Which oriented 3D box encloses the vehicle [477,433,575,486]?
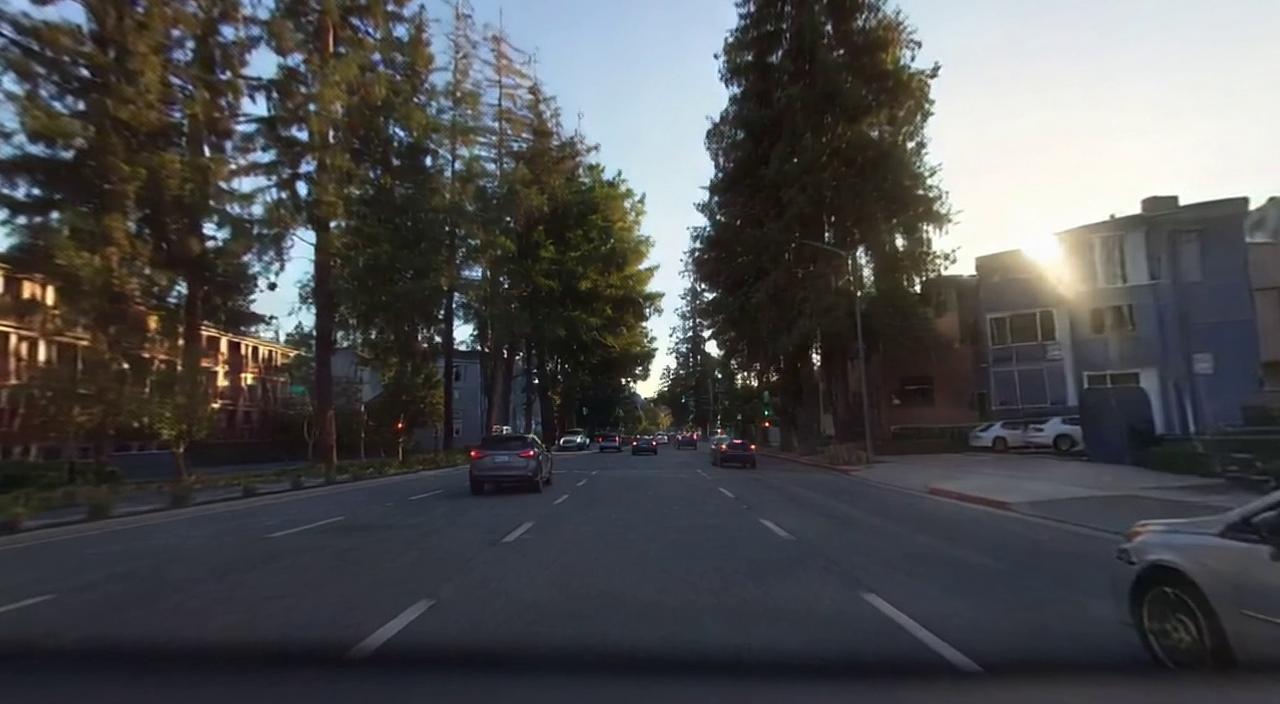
[{"bbox_3d":[-3.474,3.384,20.154,2.049,1.485,4.656,0,-8,3],"label":"vehicle"}]

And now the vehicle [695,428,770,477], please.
[{"bbox_3d":[3.389,3.800,23.999,2.137,1.646,4.488,0,-8,-1],"label":"vehicle"}]

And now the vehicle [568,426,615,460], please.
[{"bbox_3d":[-3.073,5.950,41.331,2.579,2.062,5.123,0,-8,2],"label":"vehicle"}]

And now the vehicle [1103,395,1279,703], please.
[{"bbox_3d":[3.853,0.763,1.512,2.128,1.502,4.572,0,-8,2],"label":"vehicle"}]

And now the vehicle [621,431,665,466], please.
[{"bbox_3d":[0.132,4.927,32.367,2.110,1.662,4.262,0,-8,0],"label":"vehicle"}]

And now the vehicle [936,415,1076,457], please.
[{"bbox_3d":[15.720,3.660,27.292,4.701,1.721,2.103,0,-8,0],"label":"vehicle"}]
